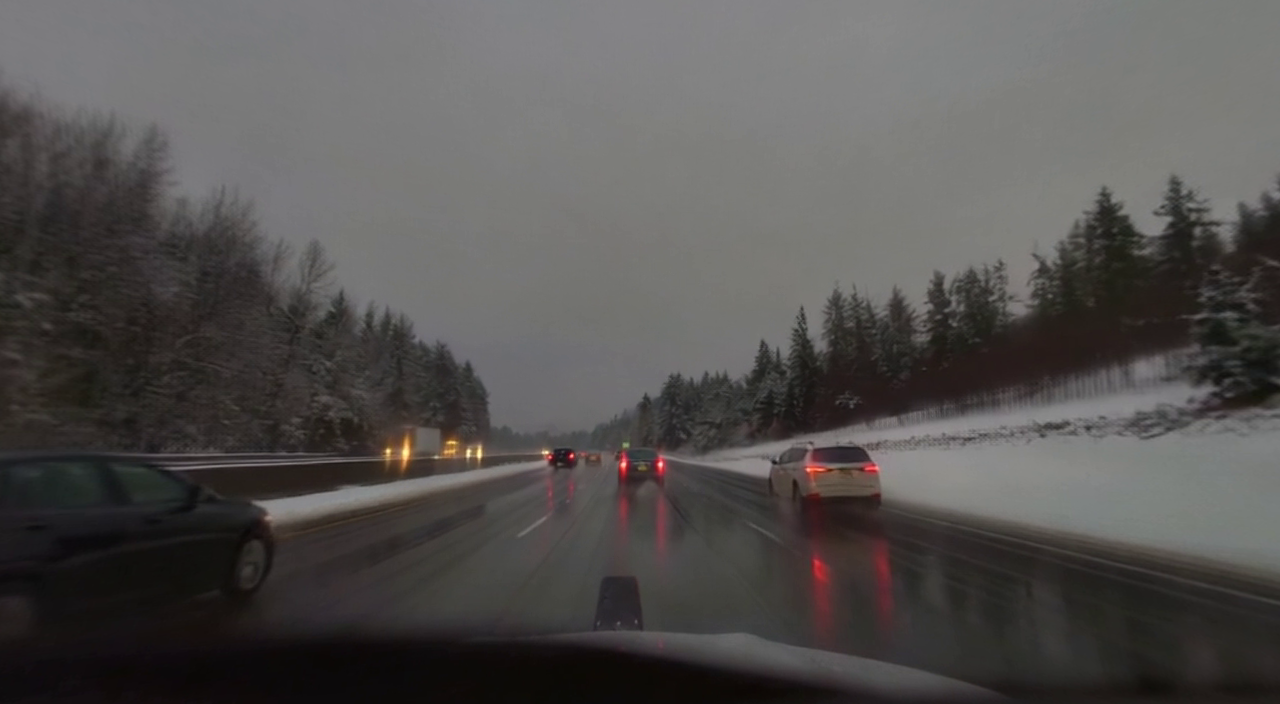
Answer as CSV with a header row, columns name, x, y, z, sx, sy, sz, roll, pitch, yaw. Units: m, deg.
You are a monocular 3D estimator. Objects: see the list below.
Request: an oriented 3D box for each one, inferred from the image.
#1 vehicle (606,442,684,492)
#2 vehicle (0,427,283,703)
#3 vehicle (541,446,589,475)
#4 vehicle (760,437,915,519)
name,x,y,z,sx,sy,sz,roll,pitch,yaw
vehicle,0.140,4.208,23.259,2.634,1.679,4.070,0,-9,-1
vehicle,-4.371,1.219,3.790,2.017,1.469,4.113,0,-9,-1
vehicle,-4.593,6.710,39.076,2.545,1.679,4.267,0,-9,0
vehicle,4.241,2.780,14.357,2.035,1.571,4.413,0,-9,-1
